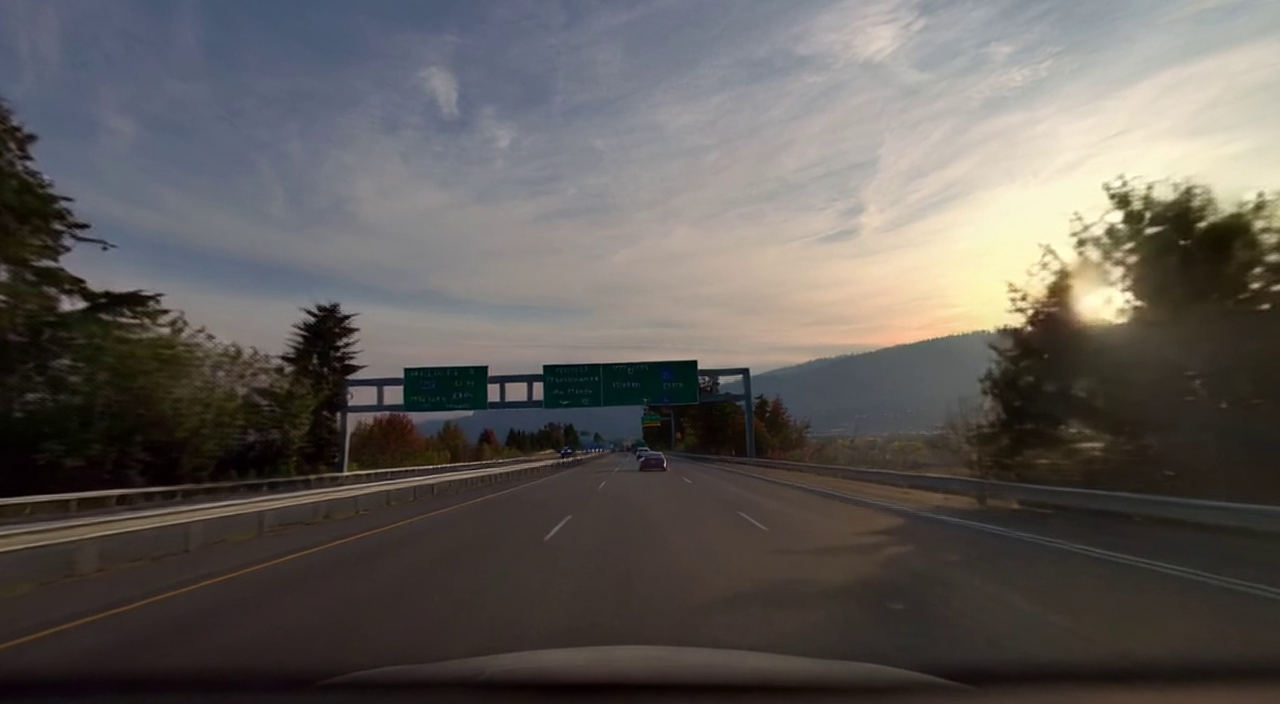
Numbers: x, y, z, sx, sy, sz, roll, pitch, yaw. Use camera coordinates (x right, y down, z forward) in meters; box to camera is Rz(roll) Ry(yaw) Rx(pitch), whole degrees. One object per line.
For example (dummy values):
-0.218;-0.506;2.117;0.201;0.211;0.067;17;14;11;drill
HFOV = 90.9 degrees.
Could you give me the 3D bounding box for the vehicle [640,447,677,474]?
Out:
1.071;6.411;37.400;2.036;1.457;3.471;0;-9;-1;vehicle
